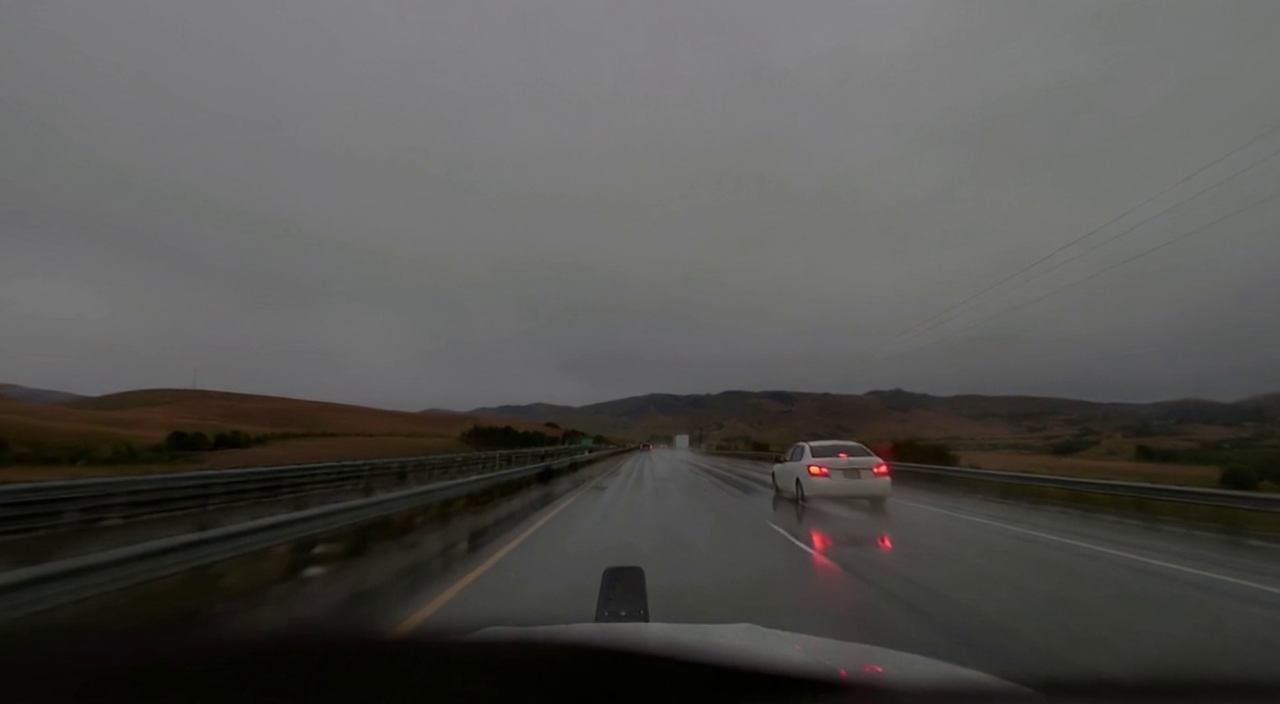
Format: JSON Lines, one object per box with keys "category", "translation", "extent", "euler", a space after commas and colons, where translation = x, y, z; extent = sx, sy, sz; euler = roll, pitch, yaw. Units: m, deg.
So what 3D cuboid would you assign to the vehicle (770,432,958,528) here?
{"category": "vehicle", "translation": [4.049, 2.385, 12.413], "extent": [1.960, 1.516, 4.657], "euler": [0, -8, 0]}
